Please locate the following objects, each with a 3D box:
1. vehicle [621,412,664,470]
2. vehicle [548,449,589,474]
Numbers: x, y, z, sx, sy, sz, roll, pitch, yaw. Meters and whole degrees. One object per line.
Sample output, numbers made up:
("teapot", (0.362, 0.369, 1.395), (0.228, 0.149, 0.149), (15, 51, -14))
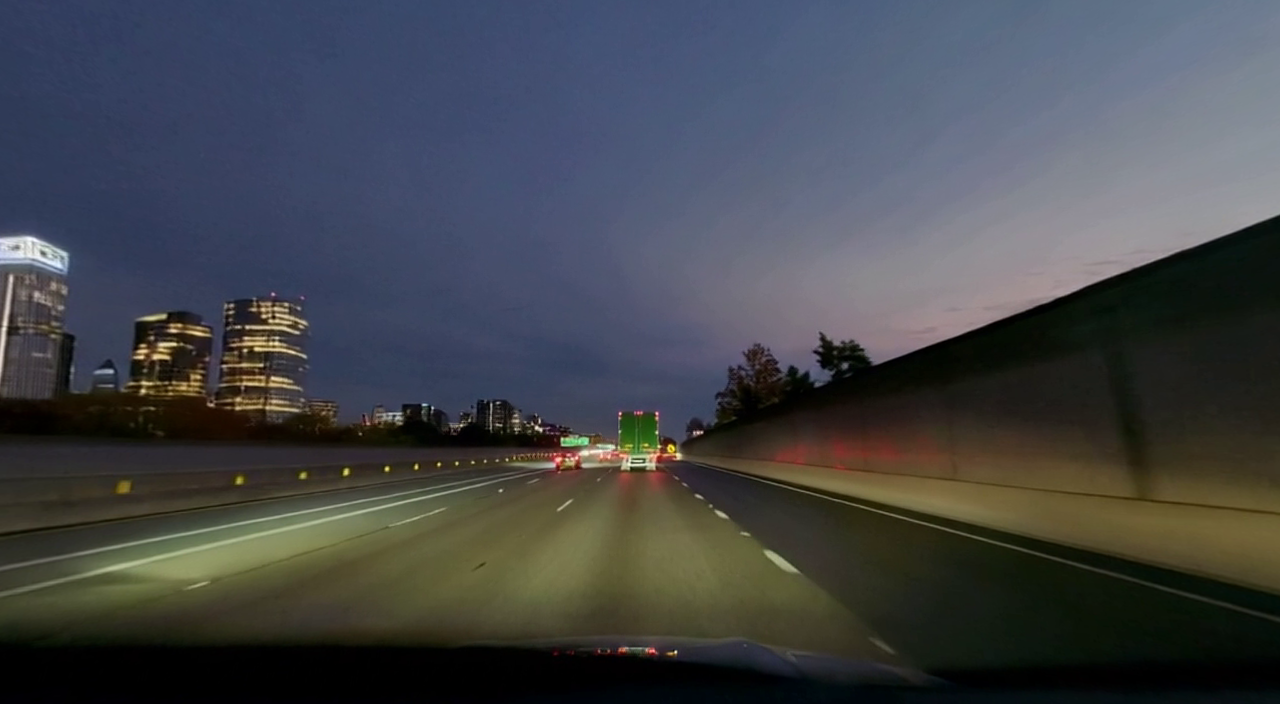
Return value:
("vehicle", (0.221, 7.008, 49.271), (2.980, 4.051, 10.359), (0, -9, 1))
("vehicle", (-4.508, 6.947, 40.275), (1.977, 1.478, 4.702), (0, -9, 1))
